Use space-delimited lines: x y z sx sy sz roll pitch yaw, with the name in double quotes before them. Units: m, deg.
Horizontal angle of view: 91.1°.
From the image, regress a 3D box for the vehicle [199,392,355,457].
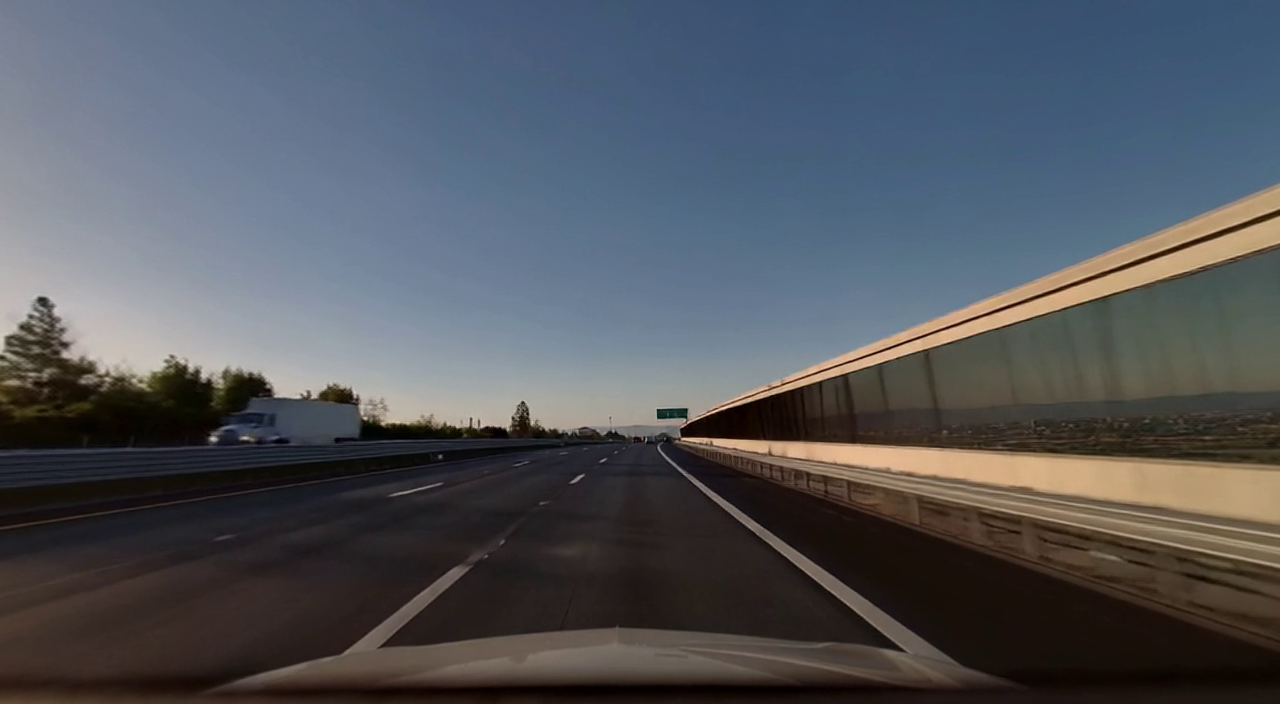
"vehicle" -26.208 5.535 46.914 3.276 4.074 14.024 0 -8 0
